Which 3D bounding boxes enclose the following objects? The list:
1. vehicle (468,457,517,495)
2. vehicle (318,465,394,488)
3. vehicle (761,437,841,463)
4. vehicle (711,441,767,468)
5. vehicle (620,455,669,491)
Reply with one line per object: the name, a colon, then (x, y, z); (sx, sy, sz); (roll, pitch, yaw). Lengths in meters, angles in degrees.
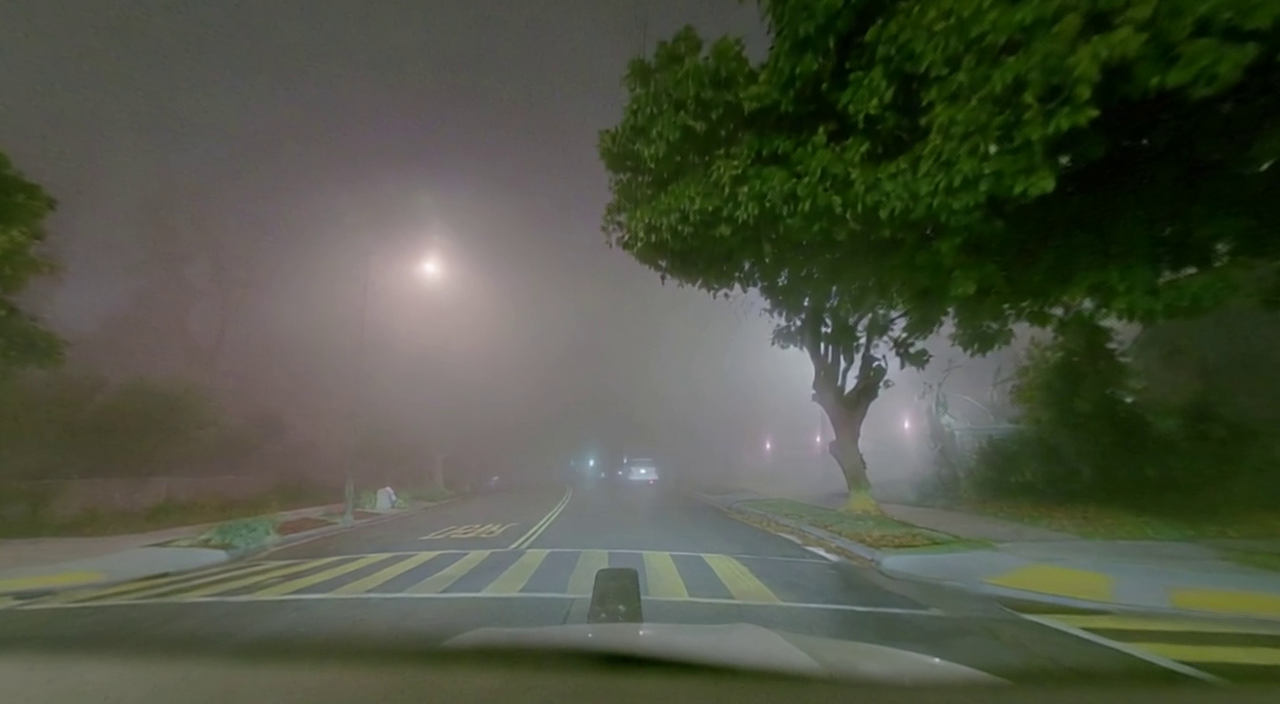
vehicle: (-8.119, 6.798, 35.086); (2.155, 1.729, 4.799); (0, -7, -7)
vehicle: (-19.927, 8.767, 44.361); (4.527, 1.466, 1.880); (-2, -9, 10)
vehicle: (10.203, 6.257, 40.286); (4.639, 1.634, 2.005); (-1, -9, 6)
vehicle: (7.318, 7.495, 46.294); (2.100, 1.857, 4.611); (-7, -11, 36)
vehicle: (0.166, 6.897, 36.253); (2.229, 1.826, 4.611); (0, -9, -7)
